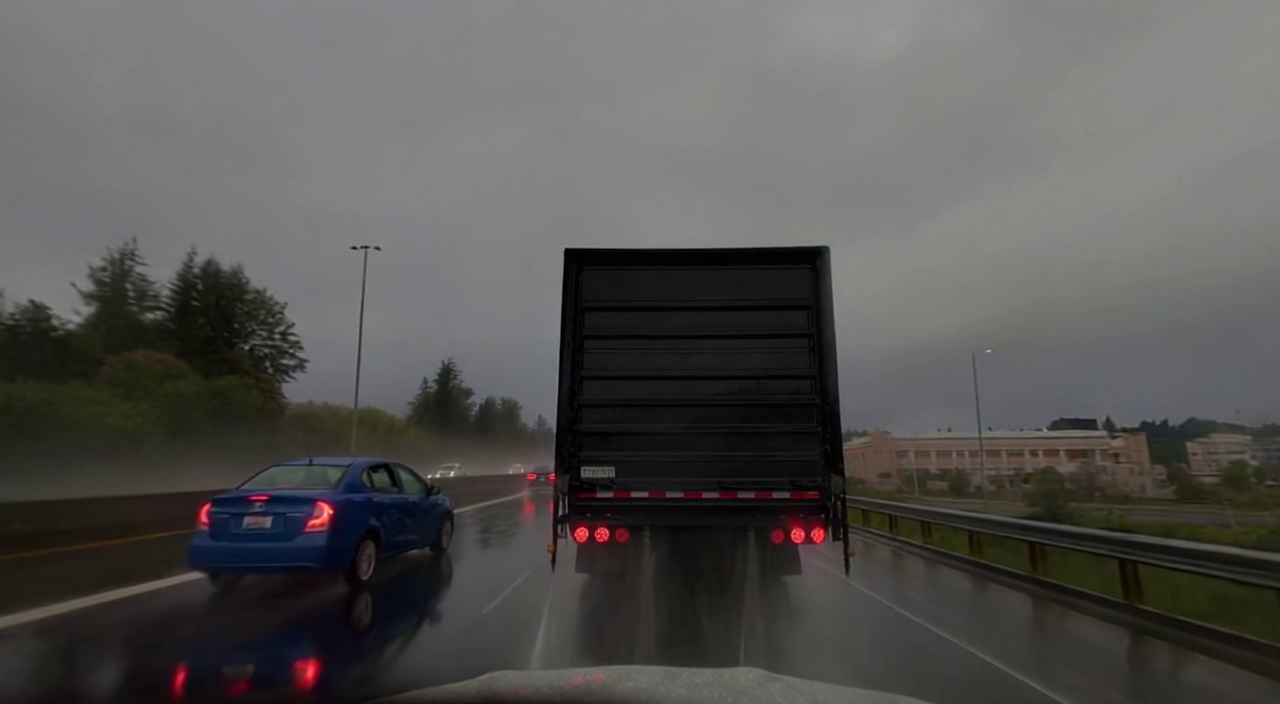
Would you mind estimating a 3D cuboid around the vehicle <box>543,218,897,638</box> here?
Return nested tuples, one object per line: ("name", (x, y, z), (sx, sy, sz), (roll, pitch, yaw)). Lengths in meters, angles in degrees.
("vehicle", (0.764, 1.326, 9.635), (2.831, 3.529, 8.689), (0, -11, 2))

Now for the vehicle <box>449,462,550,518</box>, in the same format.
("vehicle", (-4.138, 4.150, 19.350), (1.891, 1.469, 4.431), (0, -11, 2))

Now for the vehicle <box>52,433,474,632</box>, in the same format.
("vehicle", (-3.747, 1.934, 7.698), (1.983, 1.575, 4.973), (0, -11, 1))
